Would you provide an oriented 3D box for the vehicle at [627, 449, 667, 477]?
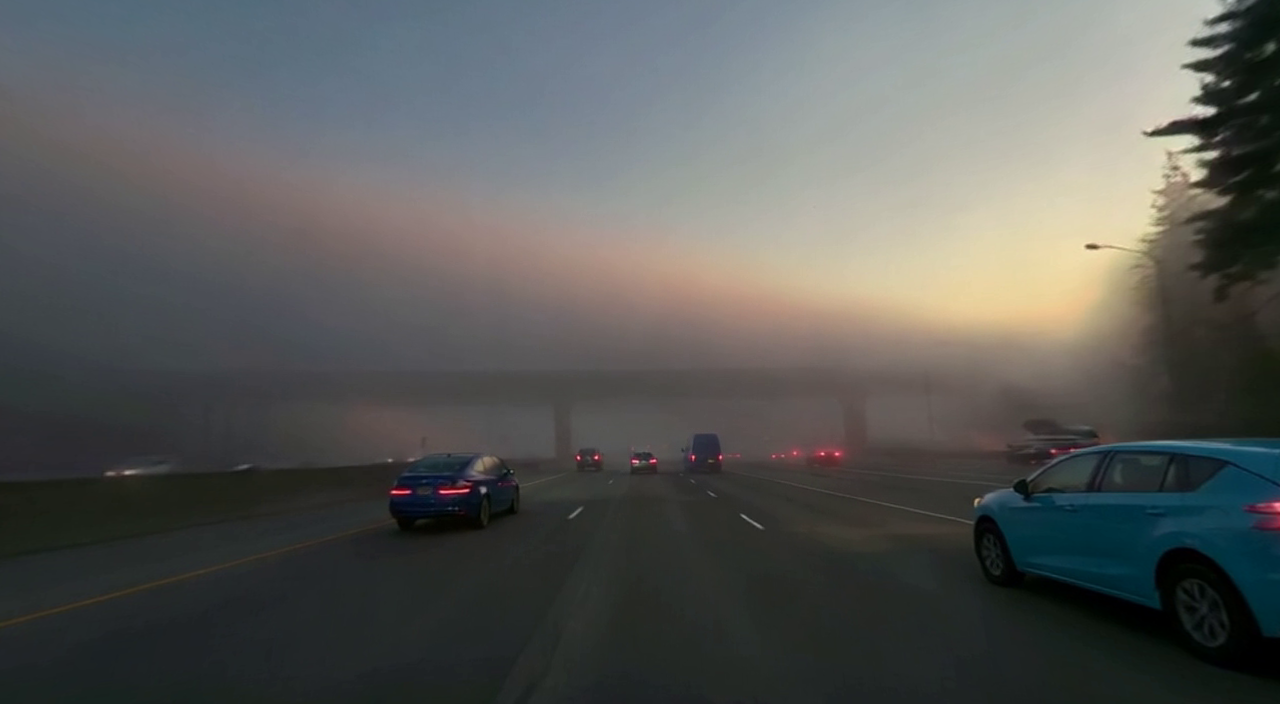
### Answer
[{"bbox_3d":[0.407,6.394,36.494,2.174,1.467,4.005,0,-8,0],"label":"vehicle"}]

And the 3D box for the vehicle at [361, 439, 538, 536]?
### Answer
[{"bbox_3d":[-3.451,2.522,12.362,2.137,1.562,3.926,-1,-8,2],"label":"vehicle"}]

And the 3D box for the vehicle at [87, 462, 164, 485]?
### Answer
[{"bbox_3d":[-36.582,8.622,44.965,1.681,1.437,4.488,0,-8,1],"label":"vehicle"}]

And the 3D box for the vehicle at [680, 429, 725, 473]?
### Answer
[{"bbox_3d":[4.237,6.851,43.836,2.436,2.745,6.607,0,-8,0],"label":"vehicle"}]

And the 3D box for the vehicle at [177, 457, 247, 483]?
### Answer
[{"bbox_3d":[-26.422,7.289,39.059,1.654,1.420,3.804,0,-9,0],"label":"vehicle"}]

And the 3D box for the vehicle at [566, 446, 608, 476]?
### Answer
[{"bbox_3d":[-3.198,6.654,38.853,2.078,1.706,4.298,-1,-8,2],"label":"vehicle"}]

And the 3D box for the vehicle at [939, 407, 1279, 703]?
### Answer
[{"bbox_3d":[4.157,1.224,4.221,2.085,1.558,4.466,0,-8,0],"label":"vehicle"}]
